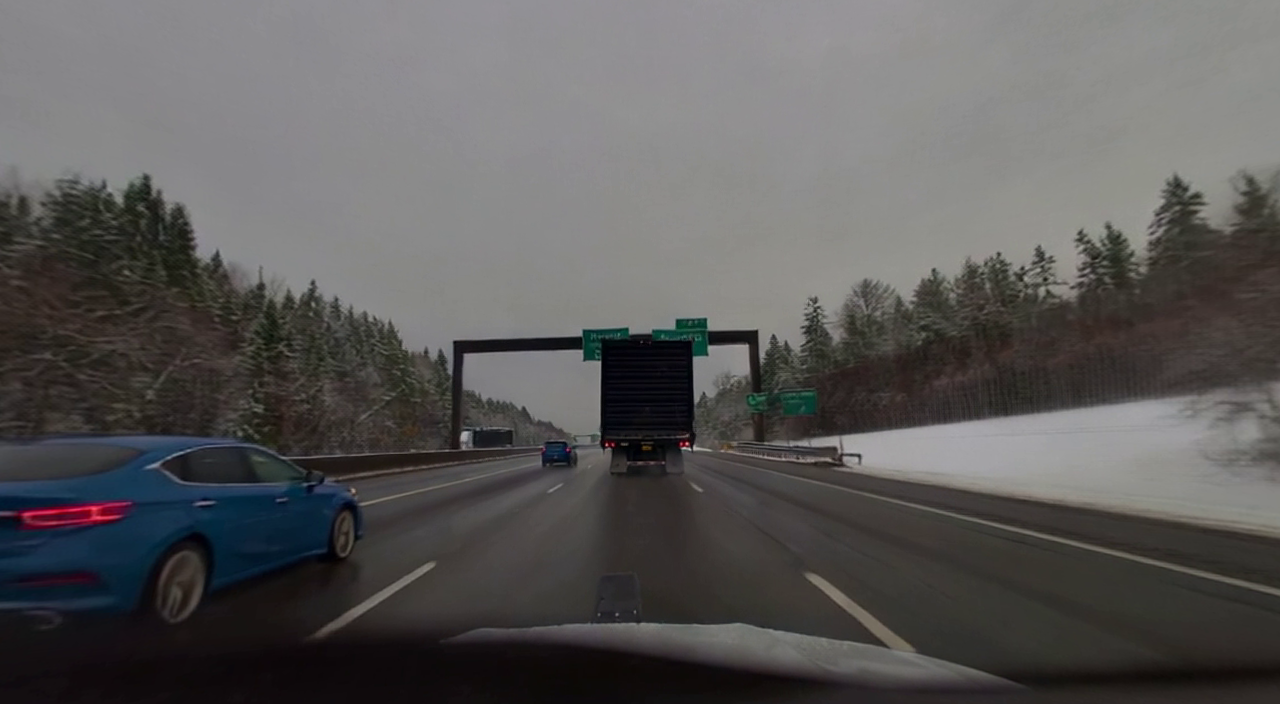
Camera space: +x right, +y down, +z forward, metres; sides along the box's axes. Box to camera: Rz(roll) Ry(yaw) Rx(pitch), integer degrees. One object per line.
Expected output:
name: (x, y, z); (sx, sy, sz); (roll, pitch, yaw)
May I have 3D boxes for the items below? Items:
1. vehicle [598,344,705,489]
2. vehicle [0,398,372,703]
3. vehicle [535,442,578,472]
vehicle: (0.246, 2.610, 23.613); (3.073, 4.196, 10.546); (0, -8, -1)
vehicle: (-4.227, 1.293, 4.955); (2.116, 1.571, 4.849); (0, -8, 0)
vehicle: (-4.591, 5.814, 35.243); (1.854, 1.530, 4.268); (0, -8, 0)
